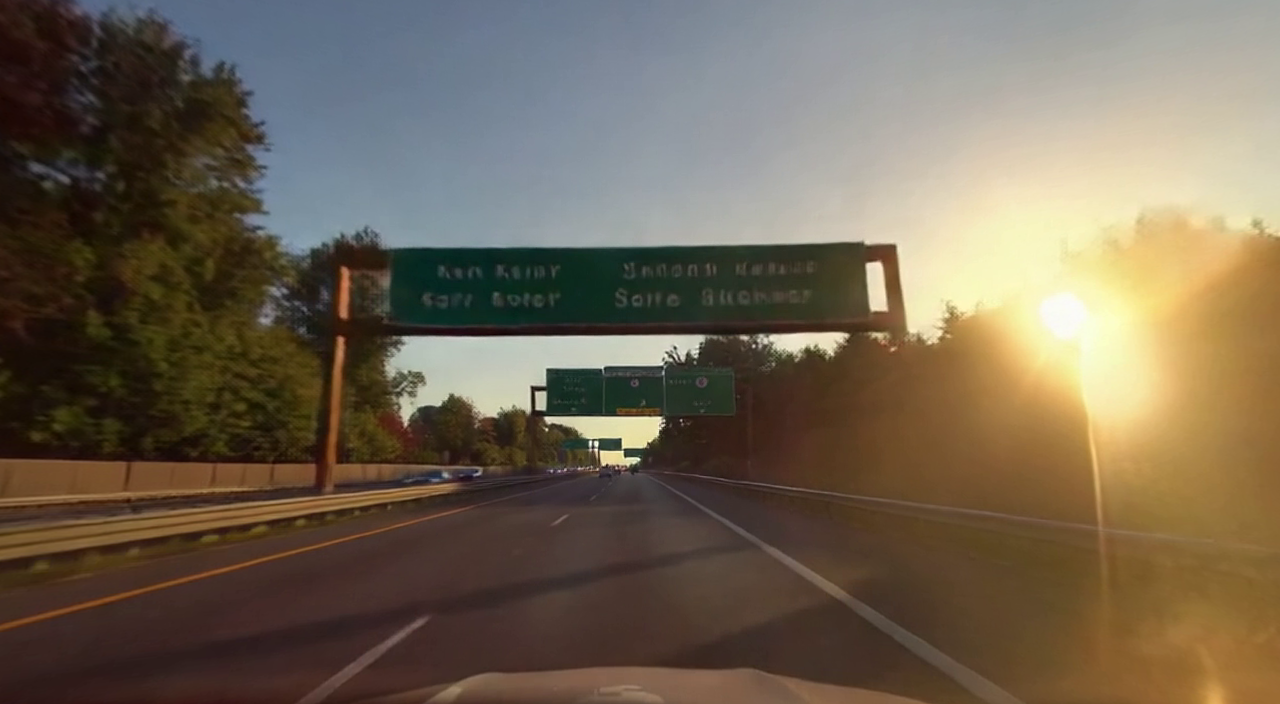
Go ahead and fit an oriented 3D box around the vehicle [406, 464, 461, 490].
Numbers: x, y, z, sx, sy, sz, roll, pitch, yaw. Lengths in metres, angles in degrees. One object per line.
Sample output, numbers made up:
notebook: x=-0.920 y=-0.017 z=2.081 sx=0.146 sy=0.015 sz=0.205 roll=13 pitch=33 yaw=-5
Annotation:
vehicle: x=-12.863 y=7.820 z=39.468 sx=1.942 sy=1.462 sz=4.503 roll=1 pitch=-10 yaw=-1
